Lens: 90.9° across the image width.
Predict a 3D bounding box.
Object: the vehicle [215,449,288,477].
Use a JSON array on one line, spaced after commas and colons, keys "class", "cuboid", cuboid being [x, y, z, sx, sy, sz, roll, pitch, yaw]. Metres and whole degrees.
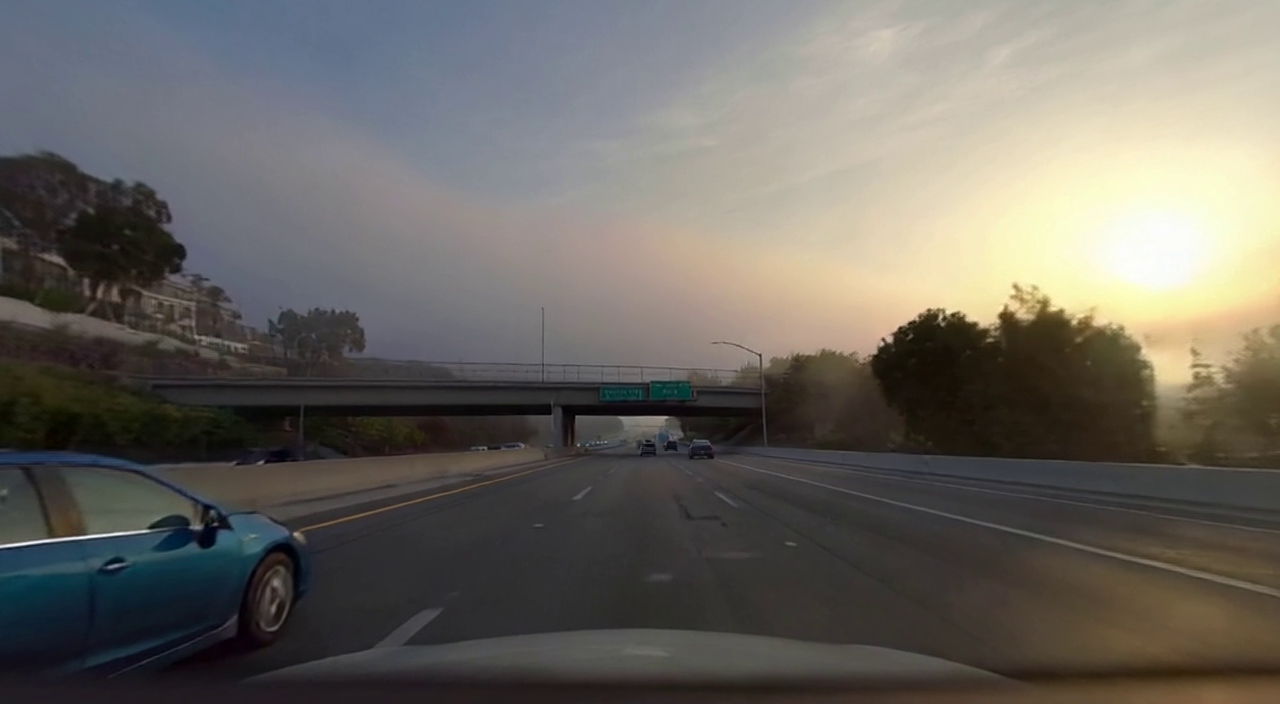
[{"class": "vehicle", "cuboid": [-26.628, 7.591, 43.393, 1.901, 1.804, 4.613, -1, -9, 2]}]
